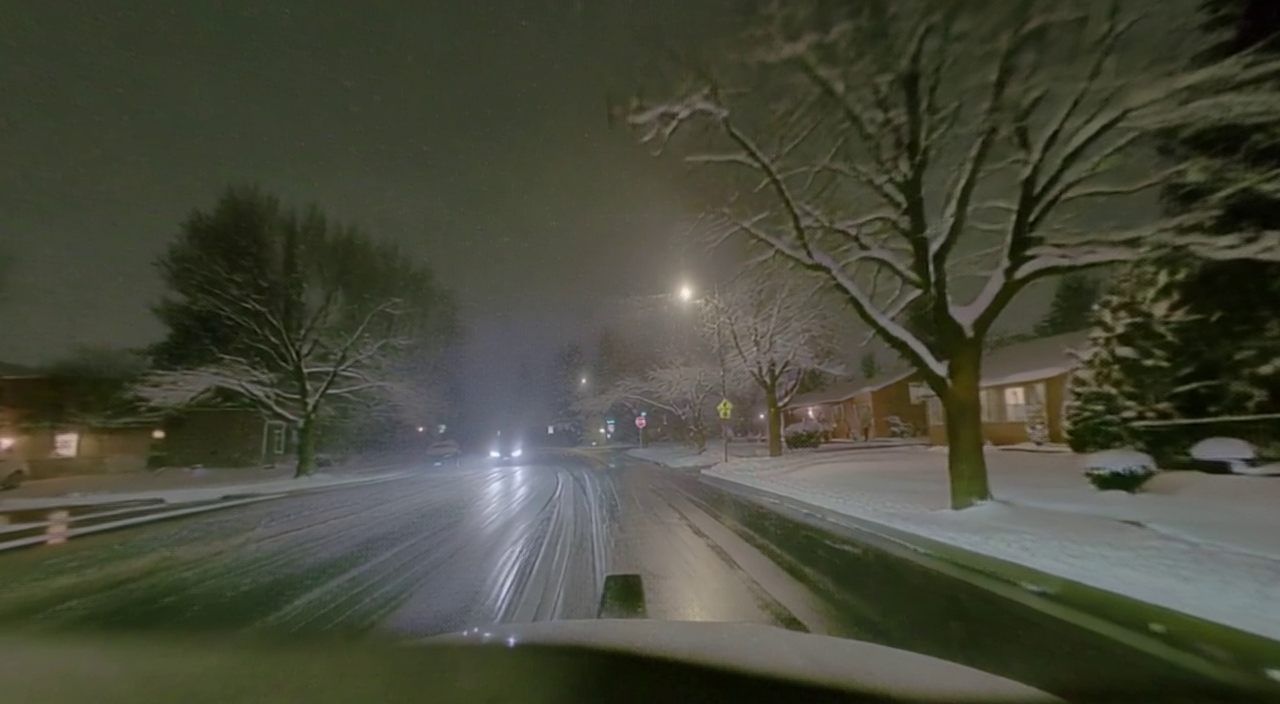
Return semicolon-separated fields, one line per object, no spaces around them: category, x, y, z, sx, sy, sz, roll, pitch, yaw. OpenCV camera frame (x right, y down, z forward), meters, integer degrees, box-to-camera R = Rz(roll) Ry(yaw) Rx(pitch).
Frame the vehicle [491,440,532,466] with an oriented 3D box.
vehicle;-7.950;6.279;39.518;2.146;1.506;4.885;1;-9;-8

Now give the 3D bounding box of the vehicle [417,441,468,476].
vehicle;-10.094;5.475;32.633;1.994;1.656;4.334;1;-9;-11
